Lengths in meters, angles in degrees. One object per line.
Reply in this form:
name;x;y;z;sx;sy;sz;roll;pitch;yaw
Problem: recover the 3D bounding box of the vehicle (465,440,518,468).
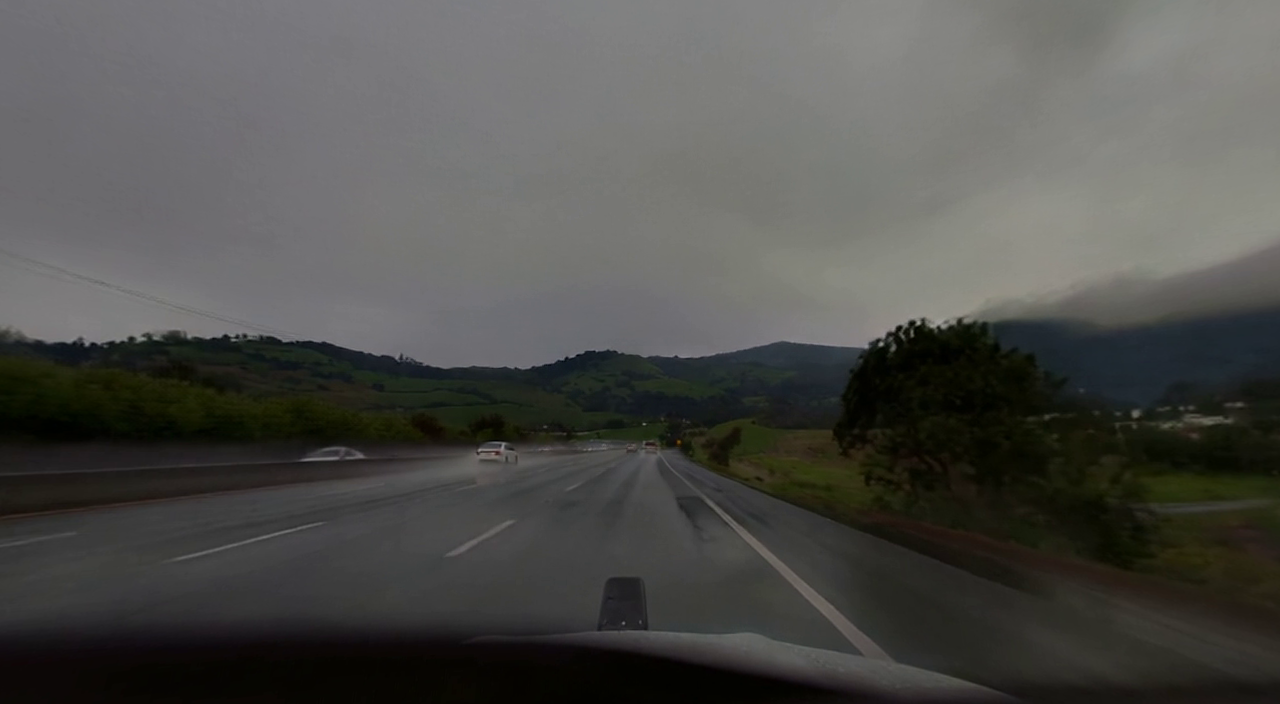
vehicle;-9.861;6.796;42.242;2.152;1.753;4.972;0;-8;2
